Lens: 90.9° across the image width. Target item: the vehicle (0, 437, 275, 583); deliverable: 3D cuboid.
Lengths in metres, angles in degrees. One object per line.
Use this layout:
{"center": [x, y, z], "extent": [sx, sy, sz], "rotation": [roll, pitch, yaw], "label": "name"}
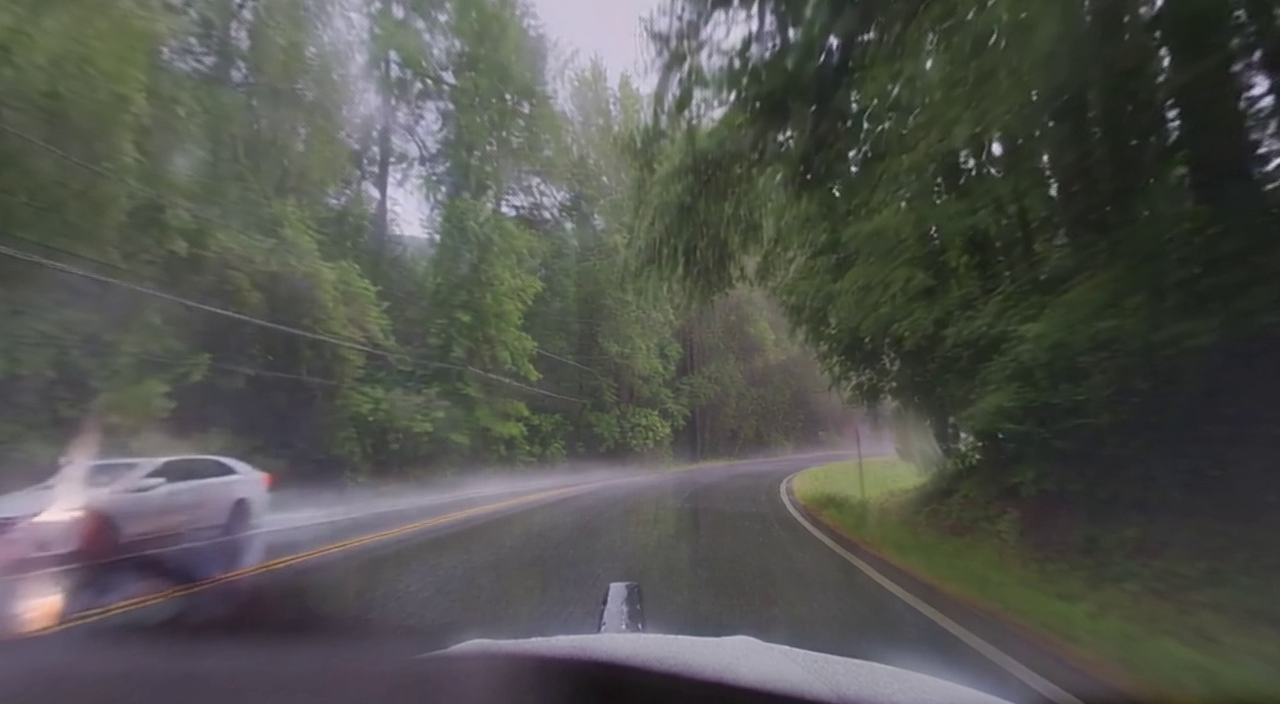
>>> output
{"center": [-6.852, 1.864, 8.178], "extent": [1.811, 1.428, 3.647], "rotation": [-1, -9, 4], "label": "vehicle"}
